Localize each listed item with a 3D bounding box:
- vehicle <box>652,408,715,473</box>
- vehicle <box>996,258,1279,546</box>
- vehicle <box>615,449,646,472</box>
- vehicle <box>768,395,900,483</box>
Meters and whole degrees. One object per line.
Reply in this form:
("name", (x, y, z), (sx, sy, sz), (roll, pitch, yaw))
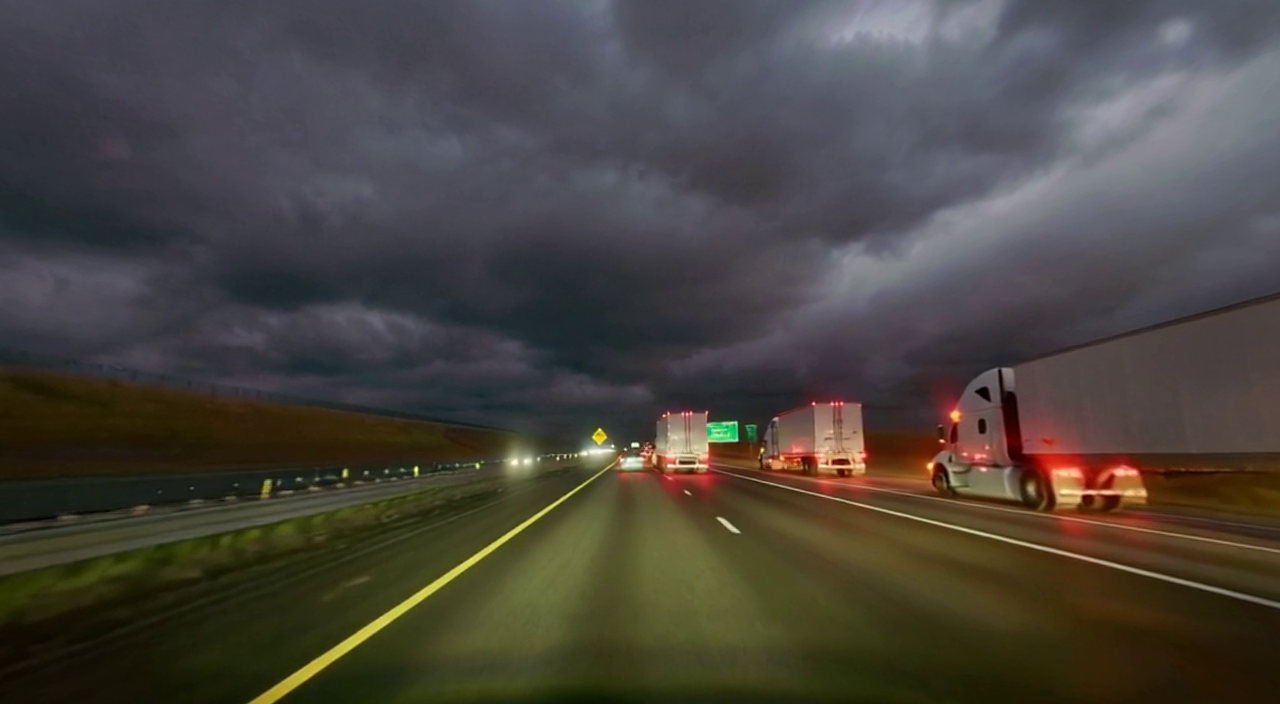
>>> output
("vehicle", (2.793, 6.587, 46.077), (2.986, 3.916, 15.375), (0, -9, -2))
("vehicle", (10.630, 0.775, 9.409), (2.830, 4.100, 13.915), (0, -9, 1))
("vehicle", (-0.659, 7.077, 41.231), (1.927, 1.437, 3.794), (0, -9, -2))
("vehicle", (10.568, 5.165, 36.787), (2.854, 4.112, 14.088), (0, -9, -2))
